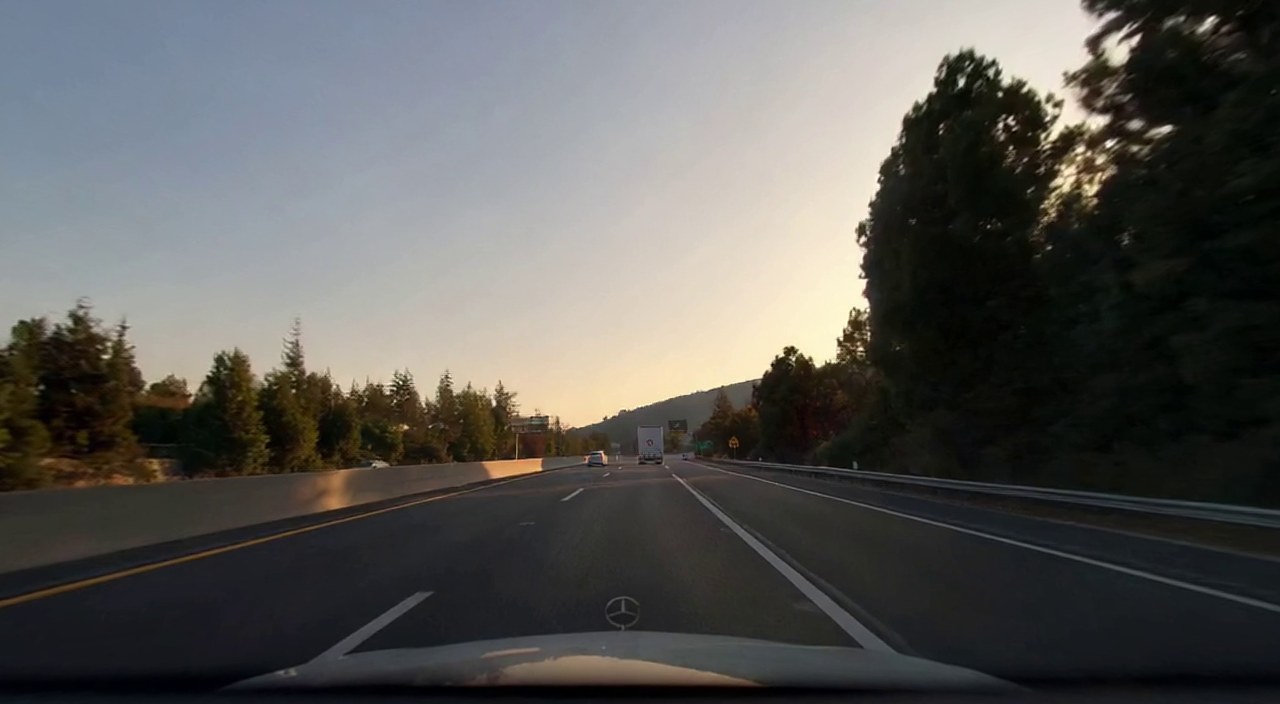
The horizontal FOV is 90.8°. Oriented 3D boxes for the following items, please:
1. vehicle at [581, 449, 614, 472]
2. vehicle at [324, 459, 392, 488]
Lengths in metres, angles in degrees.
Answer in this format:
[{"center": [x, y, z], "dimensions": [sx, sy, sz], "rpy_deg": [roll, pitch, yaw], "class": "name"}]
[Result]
[{"center": [-3.141, 8.200, 47.854], "dimensions": [2.022, 1.604, 5.032], "rpy_deg": [0, -9, 1], "class": "vehicle"}, {"center": [-16.799, 7.202, 37.802], "dimensions": [1.935, 1.555, 4.517], "rpy_deg": [0, -9, 0], "class": "vehicle"}]
